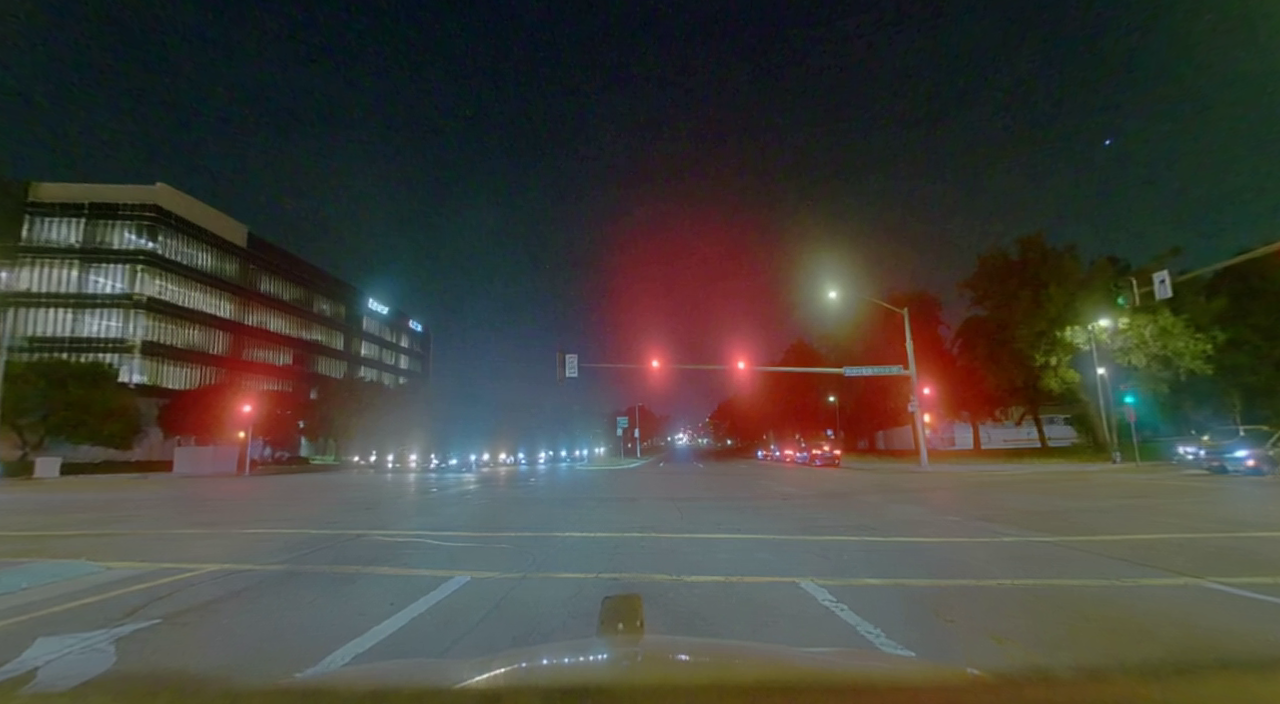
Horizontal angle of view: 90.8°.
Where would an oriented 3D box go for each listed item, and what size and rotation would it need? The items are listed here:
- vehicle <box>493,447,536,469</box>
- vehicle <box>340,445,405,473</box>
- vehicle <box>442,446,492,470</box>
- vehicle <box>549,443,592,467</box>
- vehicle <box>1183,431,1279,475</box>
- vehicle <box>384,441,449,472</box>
[{"bbox_3d":[-8.076,6.850,40.976,1.910,1.288,4.093,-1,-9,1],"label":"vehicle"},{"bbox_3d":[-18.540,7.417,44.091,2.237,1.842,5.116,0,-9,0],"label":"vehicle"},{"bbox_3d":[-11.641,7.153,42.811,2.003,1.476,4.297,-1,-9,2],"label":"vehicle"},{"bbox_3d":[-4.503,6.759,41.757,2.109,1.461,4.637,-1,-9,2],"label":"vehicle"},{"bbox_3d":[22.322,3.560,22.364,4.474,1.477,1.908,0,-9,-3],"label":"vehicle"},{"bbox_3d":[-15.130,7.127,43.248,2.340,1.946,5.450,-1,-9,1],"label":"vehicle"}]
